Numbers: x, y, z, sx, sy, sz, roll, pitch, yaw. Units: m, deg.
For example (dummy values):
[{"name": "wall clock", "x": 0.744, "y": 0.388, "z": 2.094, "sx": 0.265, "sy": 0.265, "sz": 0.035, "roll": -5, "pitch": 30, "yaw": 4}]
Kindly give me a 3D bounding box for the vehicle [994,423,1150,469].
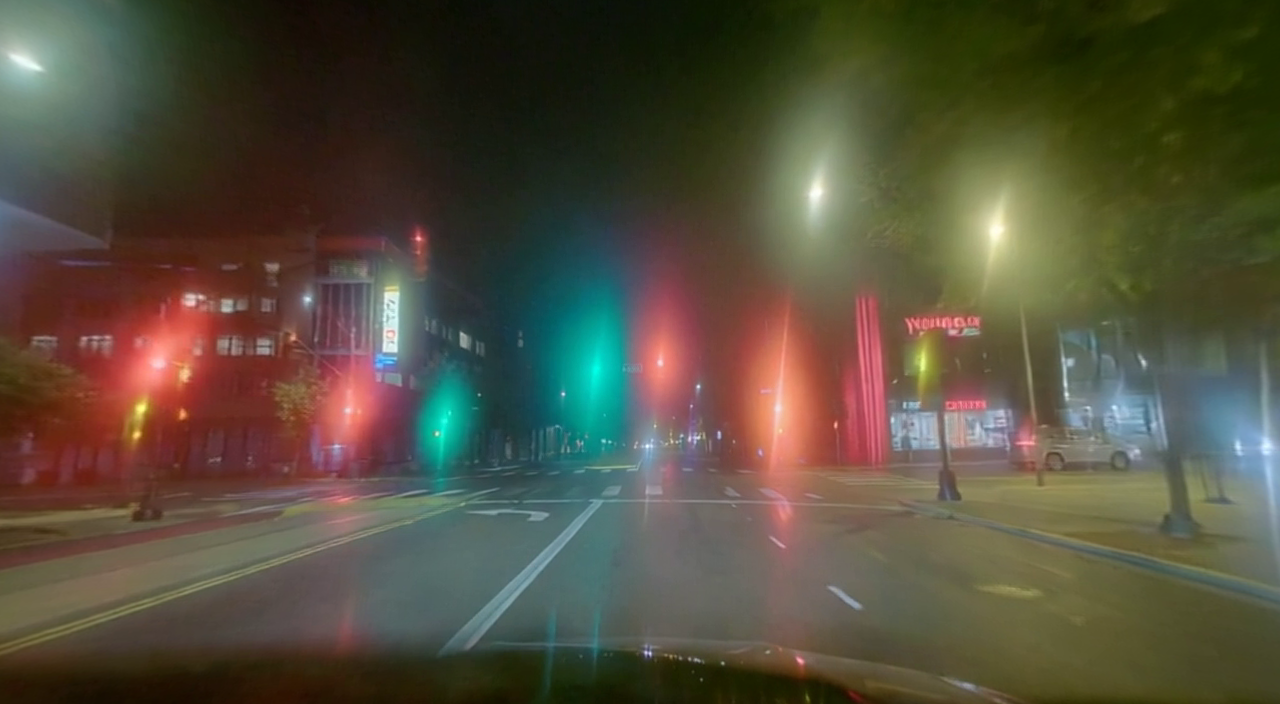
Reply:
[{"name": "vehicle", "x": 17.505, "y": 3.835, "z": 25.750, "sx": 4.836, "sy": 1.795, "sz": 1.957, "roll": -1, "pitch": -8, "yaw": 1}]
